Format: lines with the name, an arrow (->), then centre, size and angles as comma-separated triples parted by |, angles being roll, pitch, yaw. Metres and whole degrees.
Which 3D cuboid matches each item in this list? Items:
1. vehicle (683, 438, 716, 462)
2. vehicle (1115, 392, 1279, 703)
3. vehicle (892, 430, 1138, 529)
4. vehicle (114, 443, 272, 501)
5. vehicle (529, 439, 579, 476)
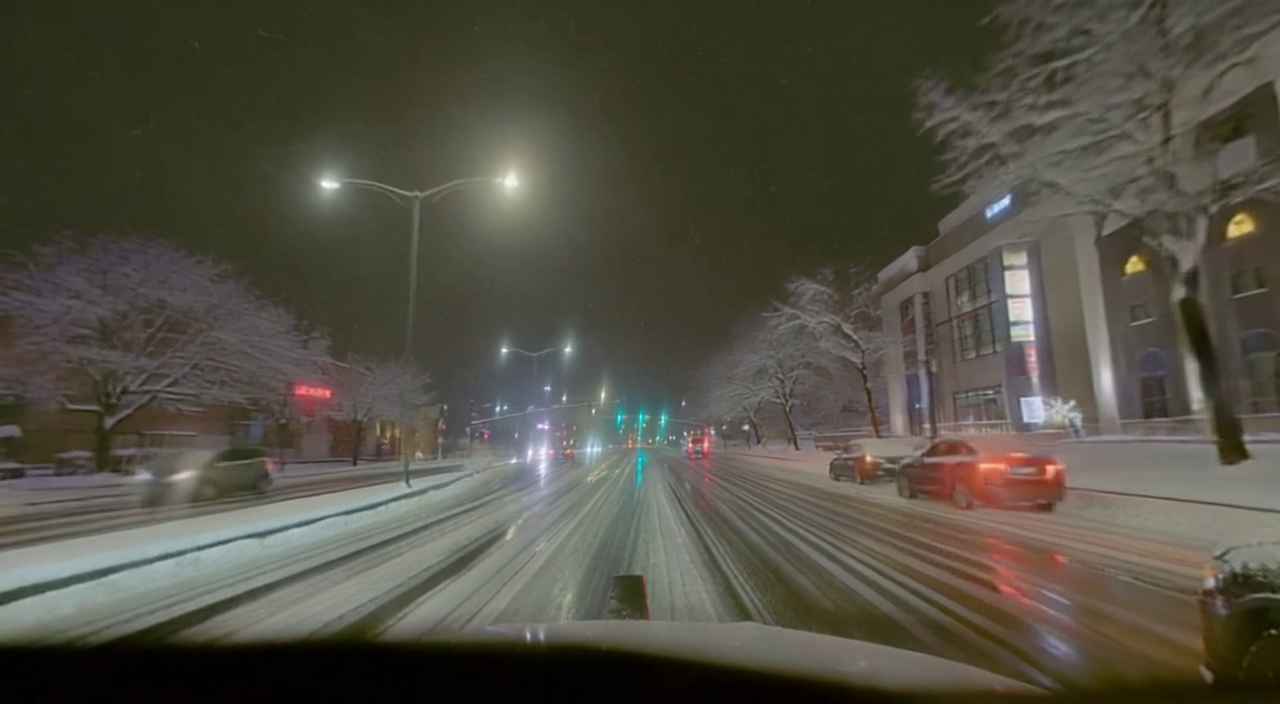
vehicle -> 4.495, 7.479, 48.146 | 2.007, 1.683, 4.171 | 0, -8, -1
vehicle -> 3.450, 0.688, 0.930 | 1.981, 1.499, 4.536 | 0, -8, 1
vehicle -> 7.111, 2.431, 12.688 | 1.918, 1.598, 4.536 | 0, -8, -4
vehicle -> -14.558, 3.872, 20.918 | 1.905, 1.687, 4.436 | 0, -8, 1
vehicle -> -3.813, 4.706, 28.488 | 1.917, 1.511, 4.436 | 0, -8, -4
